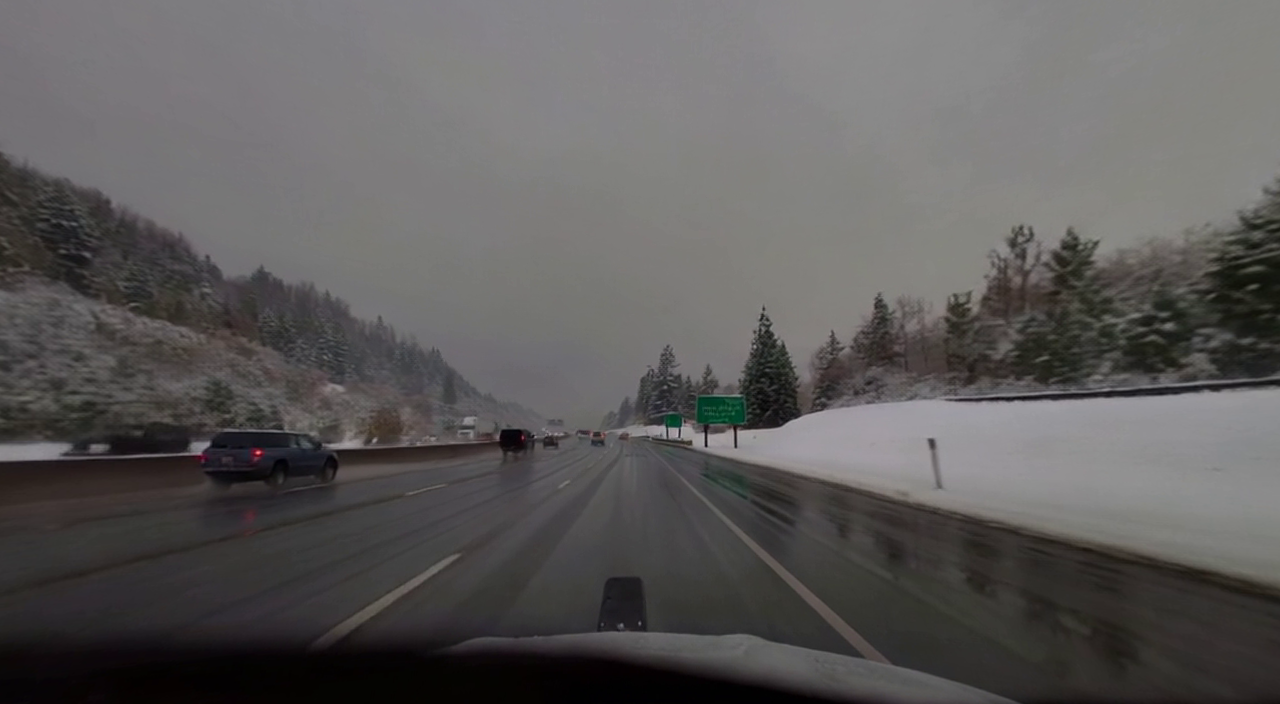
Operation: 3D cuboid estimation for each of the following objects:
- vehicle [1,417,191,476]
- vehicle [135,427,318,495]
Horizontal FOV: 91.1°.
[{"bbox_3d":[-18.427,3.240,21.709,2.086,1.767,4.966,0,-8,0],"label":"vehicle"},{"bbox_3d":[-11.231,2.979,17.575,2.001,1.625,4.528,0,-8,0],"label":"vehicle"}]
